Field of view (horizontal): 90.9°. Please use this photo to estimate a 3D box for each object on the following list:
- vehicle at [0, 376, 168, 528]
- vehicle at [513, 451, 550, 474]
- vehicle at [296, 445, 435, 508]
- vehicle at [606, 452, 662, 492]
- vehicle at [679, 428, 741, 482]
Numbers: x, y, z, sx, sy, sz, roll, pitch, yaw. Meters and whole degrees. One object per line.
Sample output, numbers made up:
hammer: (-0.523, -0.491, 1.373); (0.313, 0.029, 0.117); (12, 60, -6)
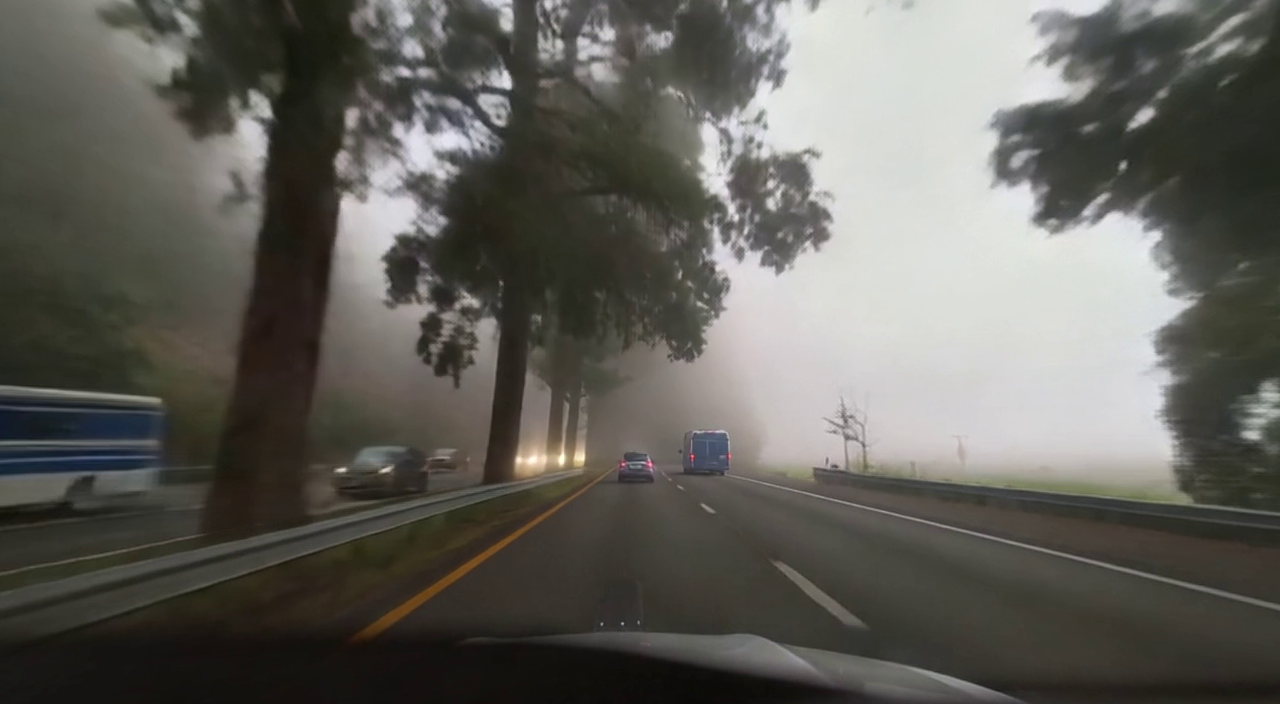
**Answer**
vehicle: (-12.210, 1.805, 11.270); (2.661, 2.552, 6.070); (-1, -9, 1)
vehicle: (-7.494, 7.673, 43.926); (1.833, 1.444, 4.120); (-1, -9, 1)
vehicle: (-7.348, 3.355, 17.431); (1.926, 1.492, 4.272); (-1, -9, 0)
vehicle: (-0.241, 4.743, 25.205); (2.037, 1.417, 3.885); (0, -9, 0)
vehicle: (3.705, 5.668, 34.740); (2.513, 2.633, 5.930); (0, -9, -2)
